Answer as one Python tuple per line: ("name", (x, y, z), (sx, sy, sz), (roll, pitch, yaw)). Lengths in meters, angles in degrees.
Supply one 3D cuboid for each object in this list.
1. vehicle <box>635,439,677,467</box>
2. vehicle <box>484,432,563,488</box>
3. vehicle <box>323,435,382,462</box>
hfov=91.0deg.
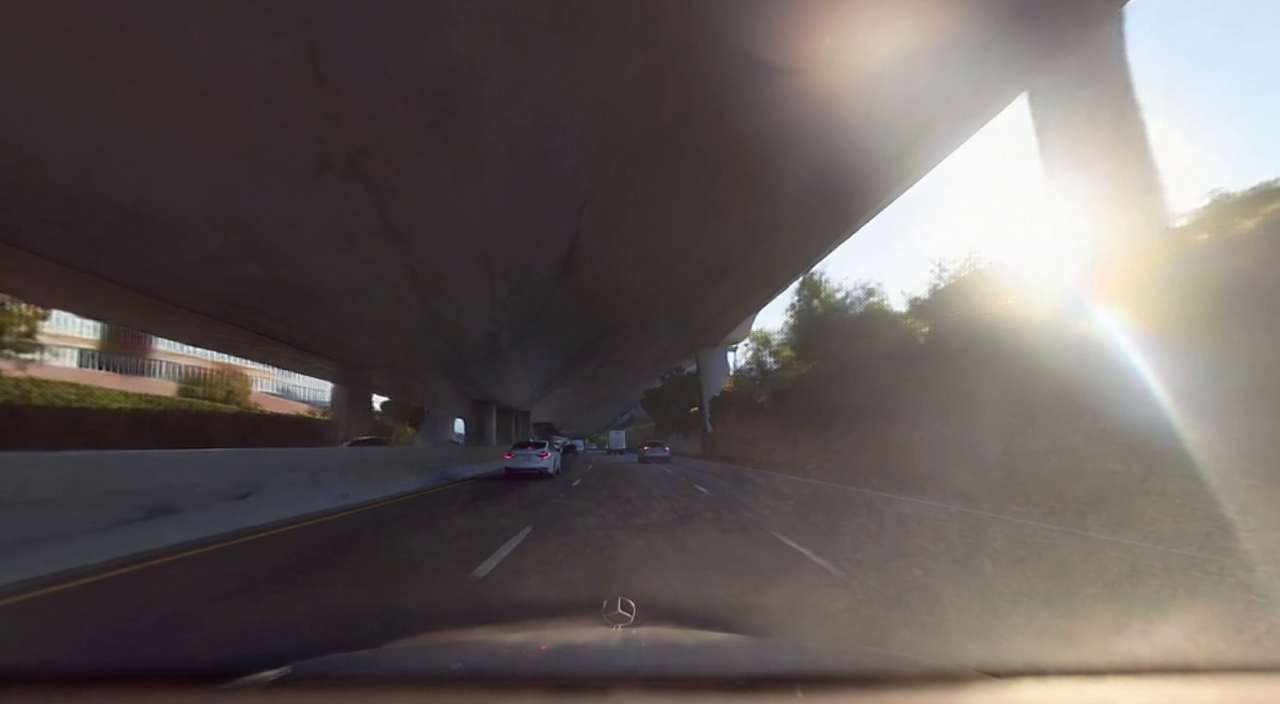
("vehicle", (0.912, 6.171, 38.723), (2.078, 1.608, 3.982), (0, -8, -6))
("vehicle", (-3.935, 3.720, 22.107), (2.080, 1.733, 4.410), (0, -8, -2))
("vehicle", (-18.017, 6.057, 39.663), (1.982, 1.612, 4.185), (0, -8, -4))
